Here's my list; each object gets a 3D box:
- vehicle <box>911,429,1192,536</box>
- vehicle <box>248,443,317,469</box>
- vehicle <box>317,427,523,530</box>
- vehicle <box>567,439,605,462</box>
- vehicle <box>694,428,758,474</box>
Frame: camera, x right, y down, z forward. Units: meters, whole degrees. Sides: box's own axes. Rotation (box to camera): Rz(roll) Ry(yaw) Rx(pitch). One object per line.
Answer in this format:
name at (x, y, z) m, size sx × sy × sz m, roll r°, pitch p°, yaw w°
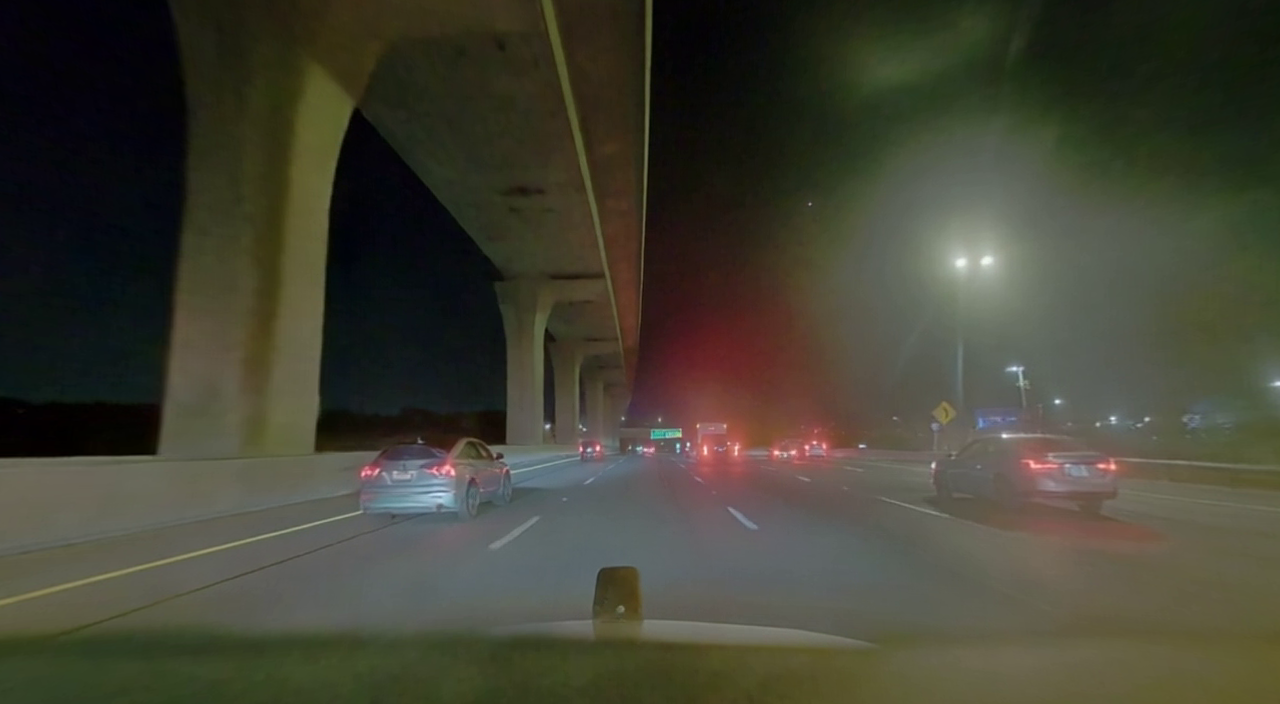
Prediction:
vehicle at (6.686, 2.138, 11.014) m, size 1.989 × 1.472 × 4.322 m, roll 0°, pitch -8°, yaw 0°
vehicle at (-22.073, 6.421, 39.192) m, size 1.871 × 1.458 × 4.515 m, roll 1°, pitch -8°, yaw -4°
vehicle at (-3.636, 2.182, 11.562) m, size 1.997 × 1.476 × 4.703 m, roll 0°, pitch -8°, yaw 1°
vehicle at (-3.544, 6.571, 42.317) m, size 2.047 × 1.464 × 4.387 m, roll 0°, pitch -8°, yaw 1°
vehicle at (3.523, 4.171, 26.766) m, size 2.072 × 1.761 × 4.242 m, roll 0°, pitch -8°, yaw -1°
